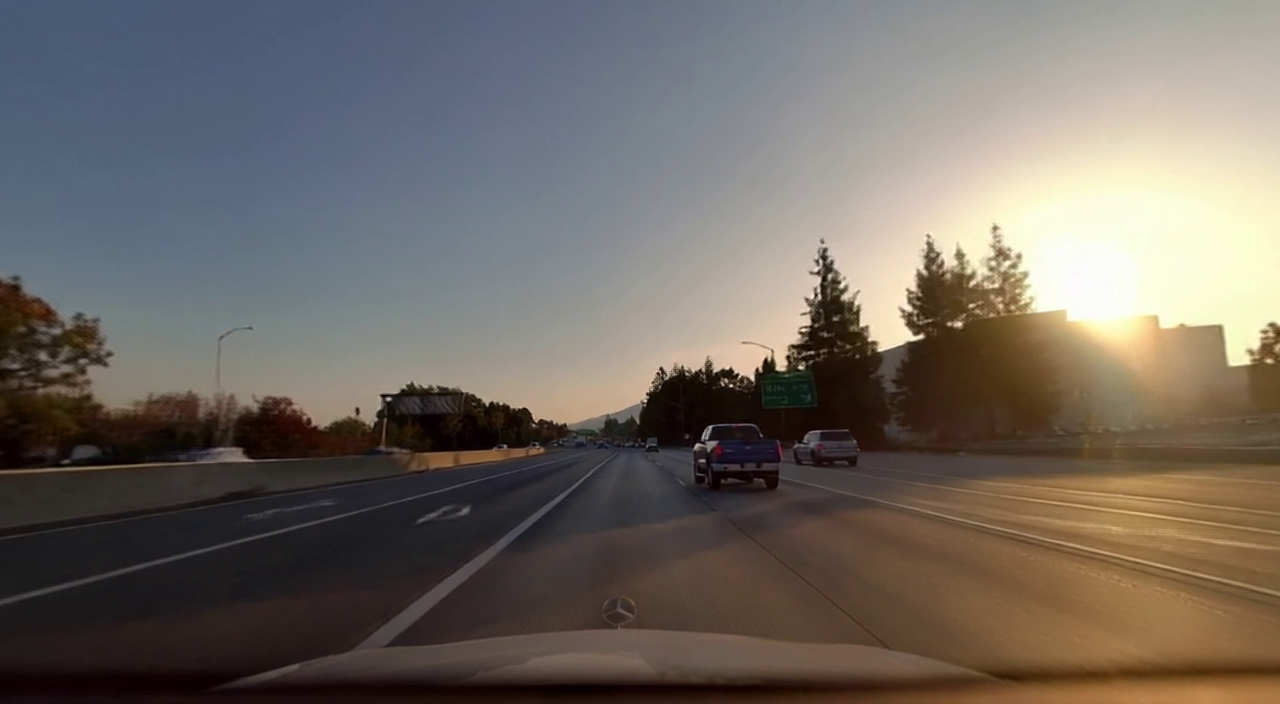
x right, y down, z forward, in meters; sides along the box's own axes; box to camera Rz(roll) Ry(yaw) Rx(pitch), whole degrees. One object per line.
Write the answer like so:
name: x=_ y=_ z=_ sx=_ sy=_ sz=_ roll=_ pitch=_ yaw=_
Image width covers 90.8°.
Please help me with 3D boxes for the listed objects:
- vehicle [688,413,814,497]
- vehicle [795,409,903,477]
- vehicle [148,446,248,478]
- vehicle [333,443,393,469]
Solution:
vehicle: x=2.845 y=2.819 z=17.560 sx=2.462 sy=1.984 sz=4.718 roll=0 pitch=-8 yaw=-2
vehicle: x=7.758 y=3.480 z=24.133 sx=2.158 sy=2.268 sz=5.396 roll=0 pitch=-8 yaw=-1
vehicle: x=-27.283 y=6.753 z=39.308 sx=2.116 sy=1.812 sz=5.613 roll=0 pitch=-8 yaw=0
vehicle: x=-19.217 y=7.236 z=44.051 sx=2.056 sy=1.681 sz=4.519 roll=0 pitch=-8 yaw=0
